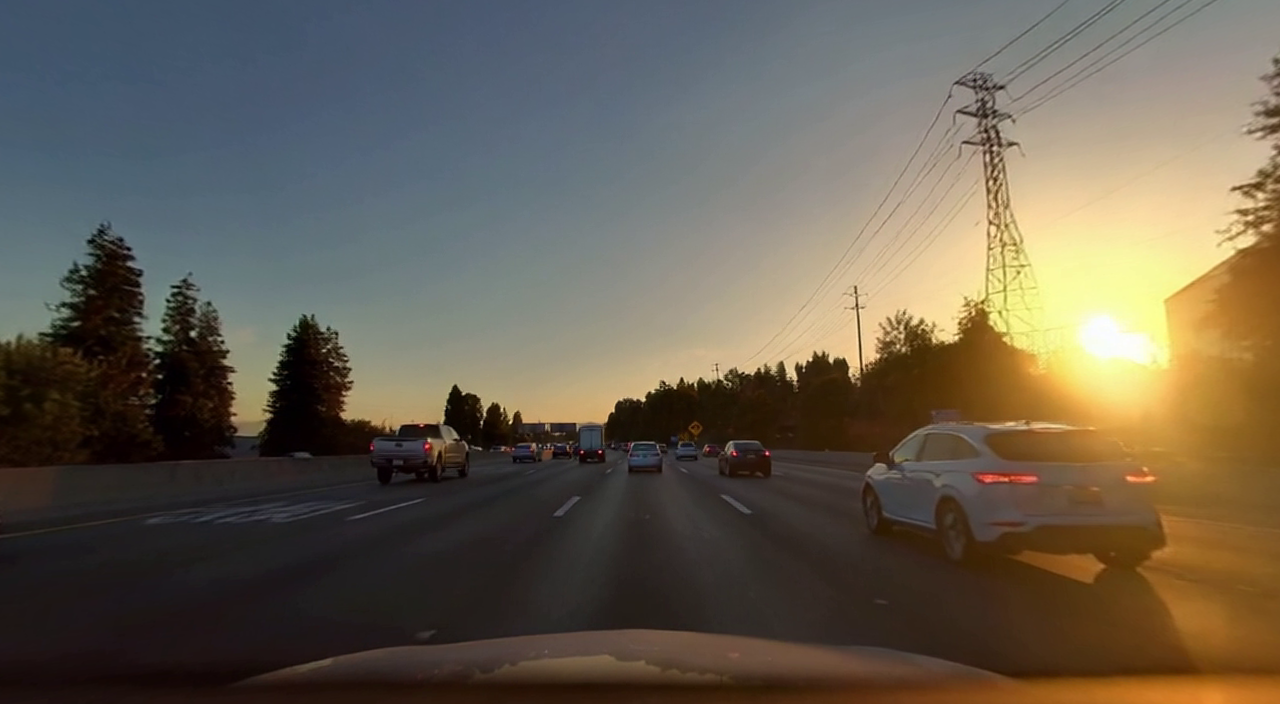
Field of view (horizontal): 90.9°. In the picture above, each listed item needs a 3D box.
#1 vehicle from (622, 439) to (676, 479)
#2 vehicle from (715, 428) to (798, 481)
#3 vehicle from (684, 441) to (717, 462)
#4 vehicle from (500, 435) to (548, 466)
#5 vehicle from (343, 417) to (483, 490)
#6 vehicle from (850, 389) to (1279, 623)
[{"bbox_3d":[0.322,4.231,25.223,1.966,1.444,3.986,0,-8,0],"label":"vehicle"},{"bbox_3d":[4.309,3.890,24.137,2.195,1.778,4.455,0,-9,-1],"label":"vehicle"},{"bbox_3d":[4.193,6.954,44.143,1.895,1.429,3.908,0,-8,0],"label":"vehicle"},{"bbox_3d":[-6.863,5.904,37.868,1.978,1.680,4.263,0,-9,1],"label":"vehicle"},{"bbox_3d":[-6.873,3.186,20.006,2.269,1.936,5.777,0,-9,0],"label":"vehicle"},{"bbox_3d":[4.012,1.443,6.825,2.002,1.691,4.290,0,-8,0],"label":"vehicle"}]
